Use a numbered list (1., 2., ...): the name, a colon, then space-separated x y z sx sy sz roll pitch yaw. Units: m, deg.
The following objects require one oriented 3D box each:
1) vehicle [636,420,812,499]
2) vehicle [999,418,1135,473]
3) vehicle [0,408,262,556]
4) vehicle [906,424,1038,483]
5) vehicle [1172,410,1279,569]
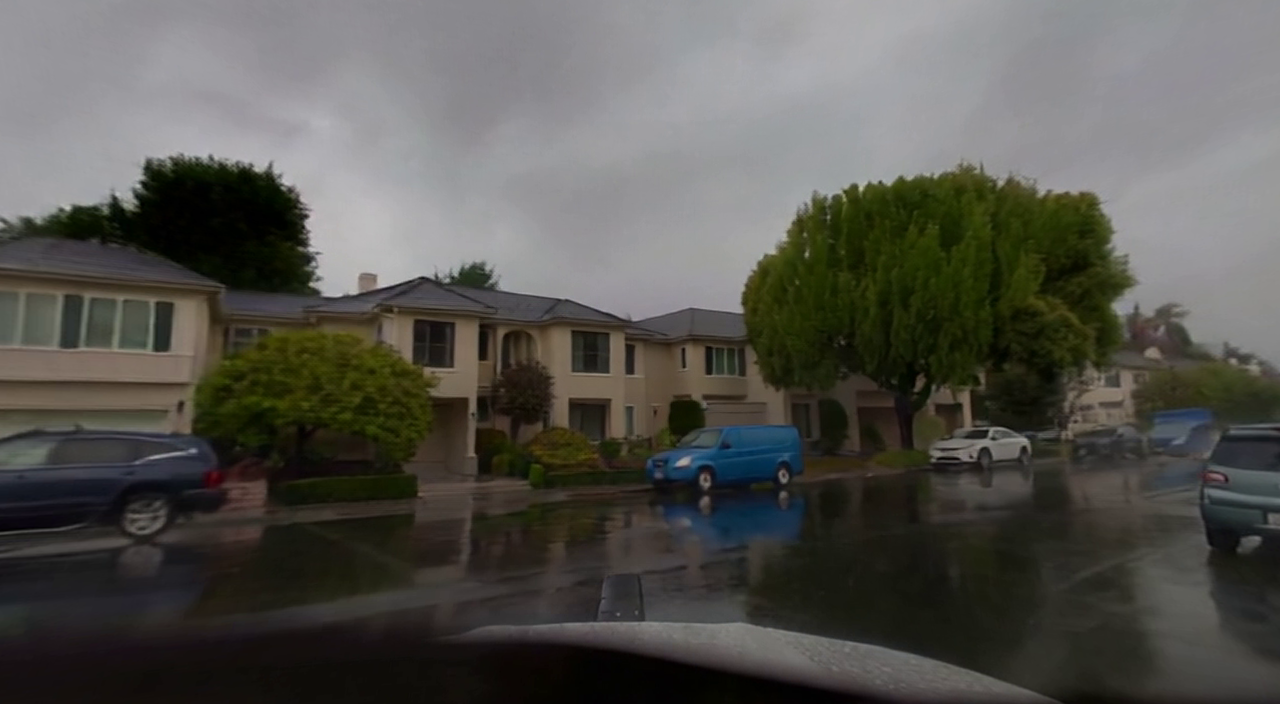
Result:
1. vehicle: 1.890 2.308 13.952 3.513 1.507 1.798 5 -8 -33
2. vehicle: 14.756 3.199 21.719 4.428 1.670 1.872 3 -12 -29
3. vehicle: -7.006 1.487 7.659 3.746 1.518 1.845 8 -8 -40
4. vehicle: 9.962 2.956 18.837 3.785 1.488 1.828 3 -6 -34
5. vehicle: 8.008 1.440 6.982 4.226 1.507 2.008 5 -9 -34
